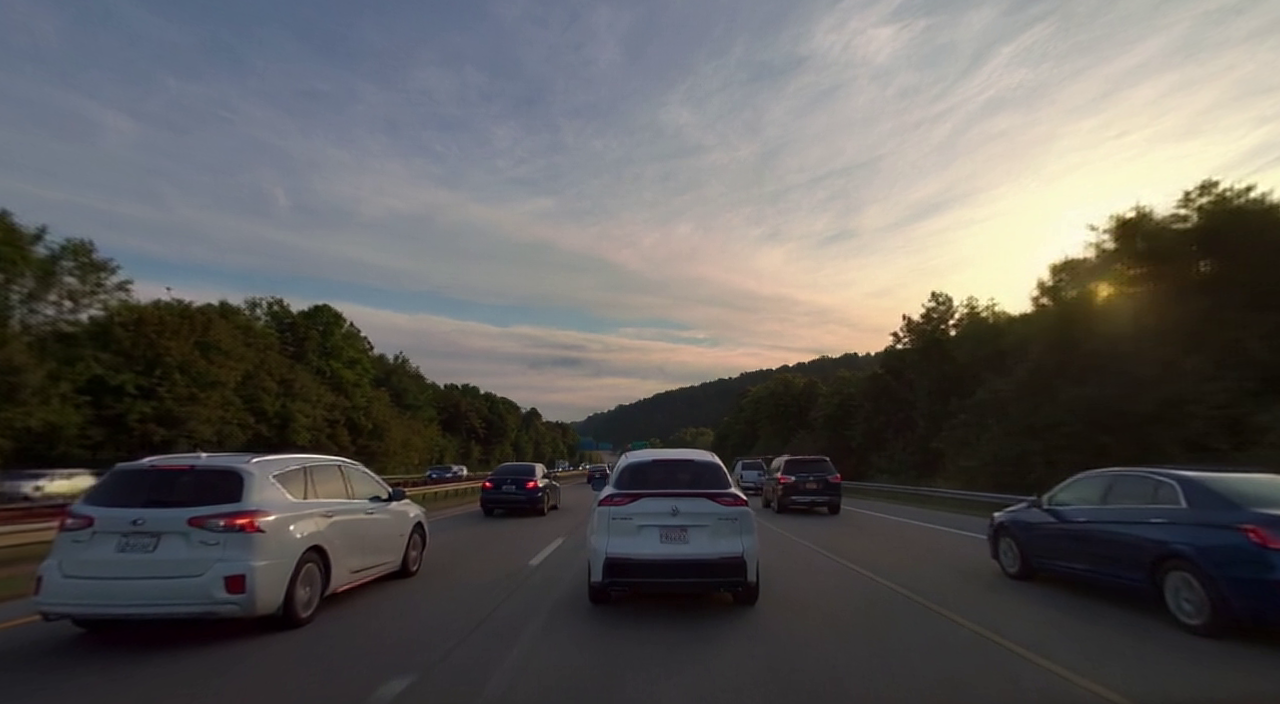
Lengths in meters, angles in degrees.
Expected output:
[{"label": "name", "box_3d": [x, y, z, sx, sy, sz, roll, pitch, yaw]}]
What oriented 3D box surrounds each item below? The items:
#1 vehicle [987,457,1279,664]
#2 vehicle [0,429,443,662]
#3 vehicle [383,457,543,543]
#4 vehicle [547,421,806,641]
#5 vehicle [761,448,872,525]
[{"label": "vehicle", "box_3d": [5.500, 1.772, 5.993, 1.919, 1.437, 4.436, 1, -11, 1]}, {"label": "vehicle", "box_3d": [-3.798, 1.723, 6.540, 1.994, 1.556, 4.263, 0, -11, 1]}, {"label": "vehicle", "box_3d": [-3.558, 3.098, 13.713, 1.960, 1.502, 4.593, 0, -11, 2]}, {"label": "vehicle", "box_3d": [0.306, 1.818, 7.201, 2.057, 1.725, 4.126, 1, -11, 0]}, {"label": "vehicle", "box_3d": [4.877, 3.802, 18.111, 1.984, 1.876, 4.287, 0, -11, 1]}]
